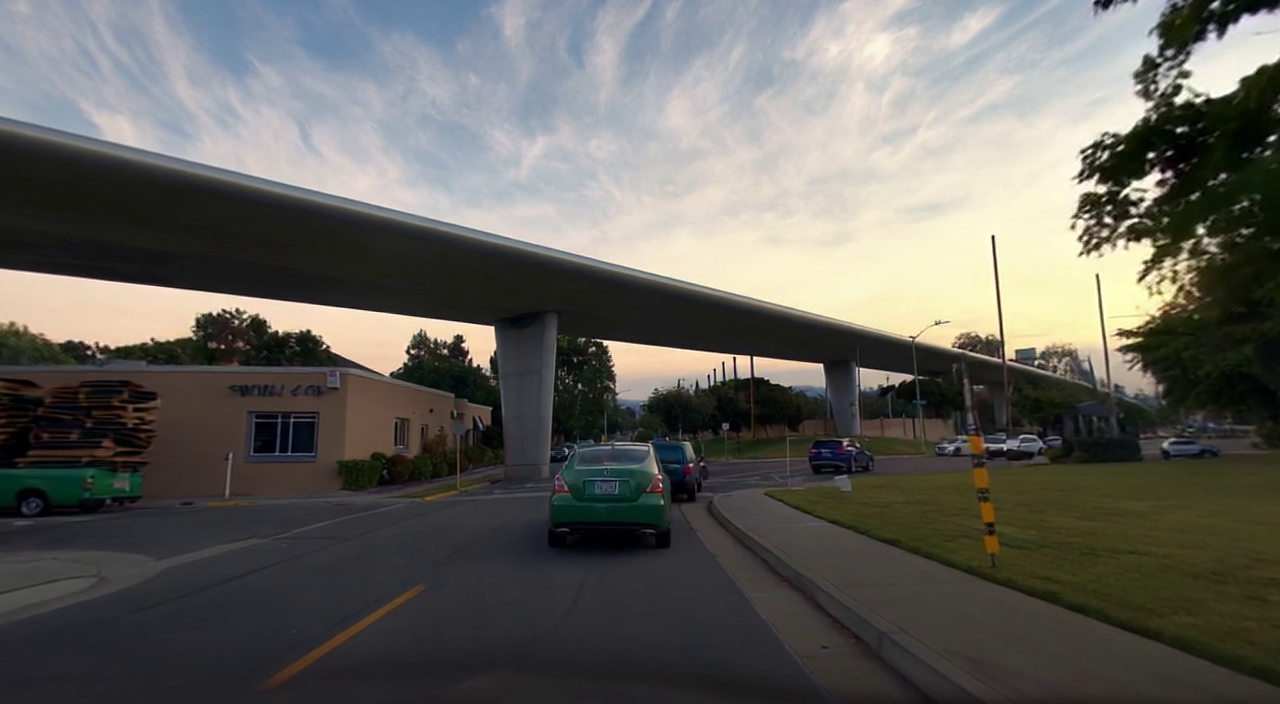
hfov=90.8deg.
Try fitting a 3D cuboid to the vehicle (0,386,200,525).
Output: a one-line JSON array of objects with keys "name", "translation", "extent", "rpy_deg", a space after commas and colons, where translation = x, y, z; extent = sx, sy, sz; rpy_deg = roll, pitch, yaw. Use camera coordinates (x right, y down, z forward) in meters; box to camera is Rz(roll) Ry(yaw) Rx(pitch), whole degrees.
[{"name": "vehicle", "translation": [-13.546, 2.279, 14.092], "extent": [5.356, 2.762, 2.644], "rpy_deg": [0, -9, 1]}]

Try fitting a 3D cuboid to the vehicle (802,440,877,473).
[{"name": "vehicle", "translation": [11.774, 6.115, 37.257], "extent": [4.425, 1.828, 2.032], "rpy_deg": [7, -11, -38]}]

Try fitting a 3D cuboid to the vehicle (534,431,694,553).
[{"name": "vehicle", "translation": [-0.277, 2.190, 10.666], "extent": [2.087, 1.578, 4.652], "rpy_deg": [0, -8, 2]}]
